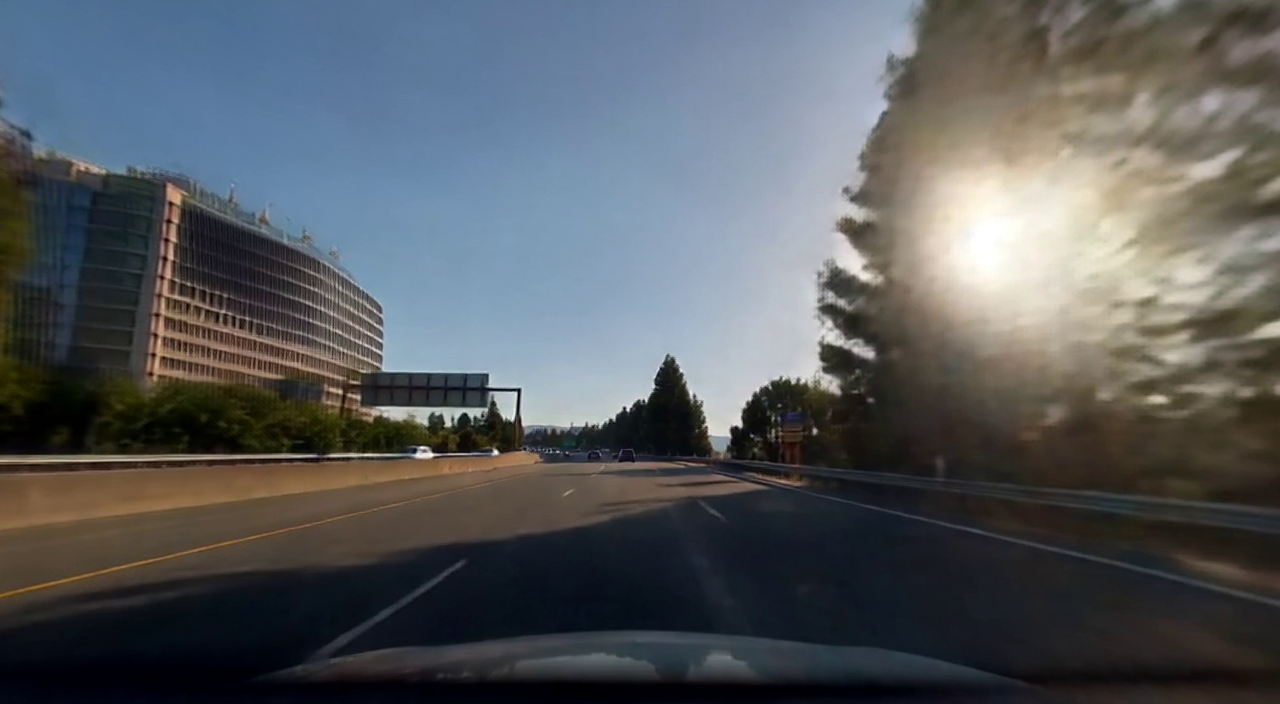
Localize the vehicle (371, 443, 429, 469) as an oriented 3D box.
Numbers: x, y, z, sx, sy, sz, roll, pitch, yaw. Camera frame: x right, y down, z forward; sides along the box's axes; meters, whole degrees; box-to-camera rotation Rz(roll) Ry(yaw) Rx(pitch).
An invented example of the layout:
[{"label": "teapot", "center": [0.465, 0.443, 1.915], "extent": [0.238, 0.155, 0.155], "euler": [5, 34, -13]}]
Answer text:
[{"label": "vehicle", "center": [-14.973, 6.516, 39.610], "extent": [1.842, 1.473, 4.625], "euler": [0, -9, 0]}]
